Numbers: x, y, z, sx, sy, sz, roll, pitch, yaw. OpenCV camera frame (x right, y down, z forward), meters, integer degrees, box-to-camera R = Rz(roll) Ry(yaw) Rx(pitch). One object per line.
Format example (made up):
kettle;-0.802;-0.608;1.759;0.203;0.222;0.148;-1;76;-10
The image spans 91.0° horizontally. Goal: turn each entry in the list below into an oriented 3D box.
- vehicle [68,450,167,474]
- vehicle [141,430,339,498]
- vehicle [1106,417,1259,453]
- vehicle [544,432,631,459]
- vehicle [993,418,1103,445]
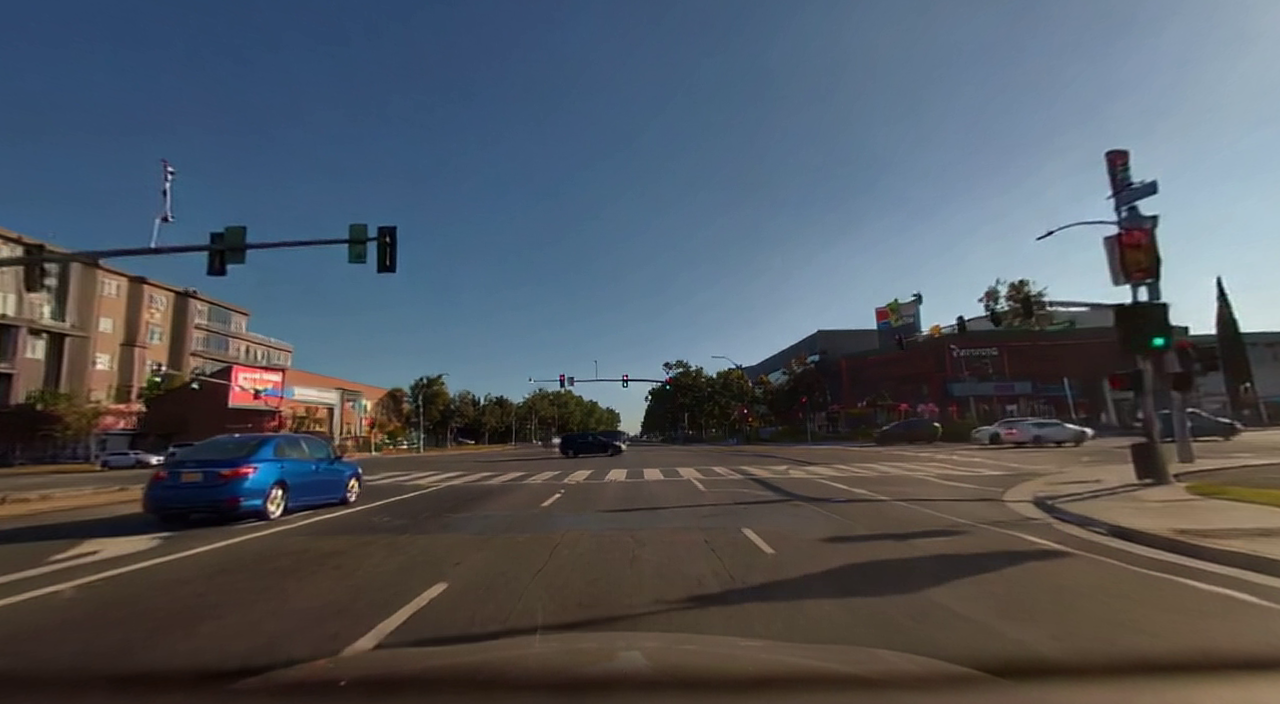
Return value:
vehicle;-34.280;7.219;41.360;4.805;1.494;2.112;-1;-8;5
vehicle;-9.862;2.797;16.148;1.899;1.460;4.880;0;-8;0
vehicle;23.844;3.681;27.797;4.885;1.503;1.845;-1;-8;3
vehicle;-2.970;5.419;36.408;4.775;1.466;1.850;-1;-8;5
vehicle;22.278;4.385;34.516;4.647;1.428;1.825;-1;-8;4
